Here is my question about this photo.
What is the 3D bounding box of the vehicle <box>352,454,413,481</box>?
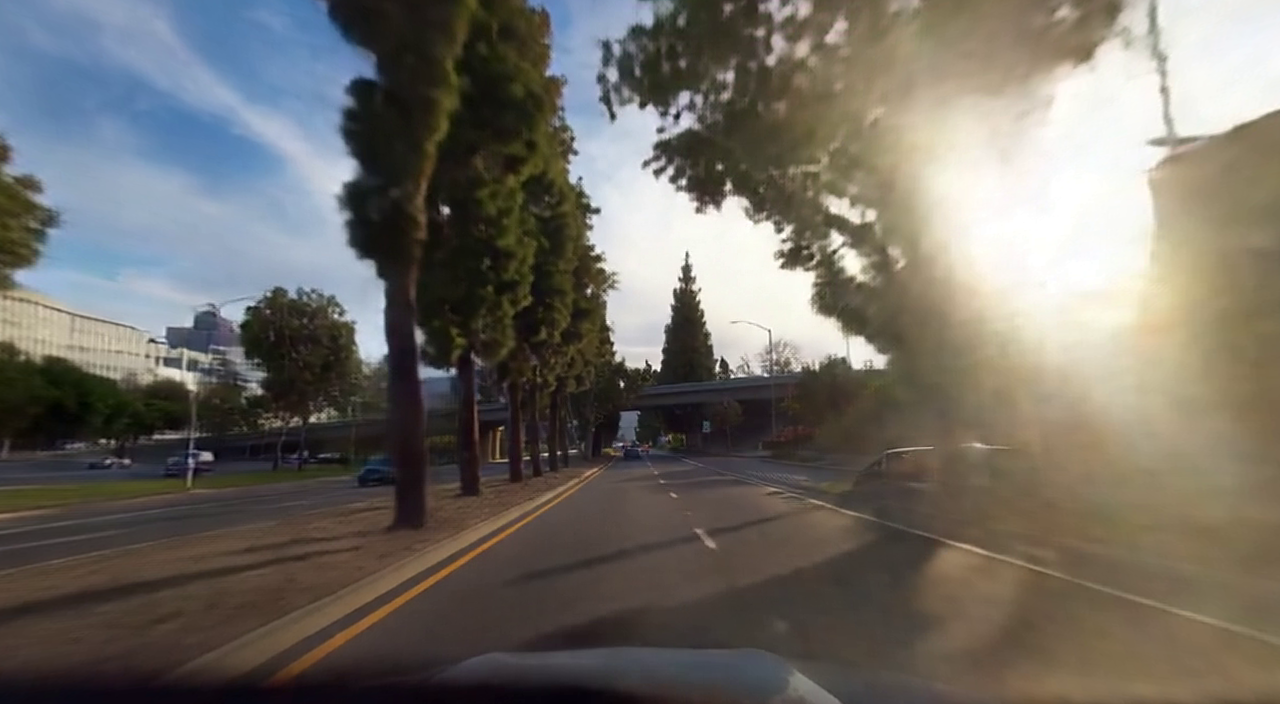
[{"bbox_3d":[-15.703,7.062,38.808,1.912,1.465,4.479,0,-9,0],"label":"vehicle"}]

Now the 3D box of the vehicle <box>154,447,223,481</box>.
[{"bbox_3d":[-28.852,7.119,40.590,2.199,1.959,5.771,4,-9,-22],"label":"vehicle"}]
